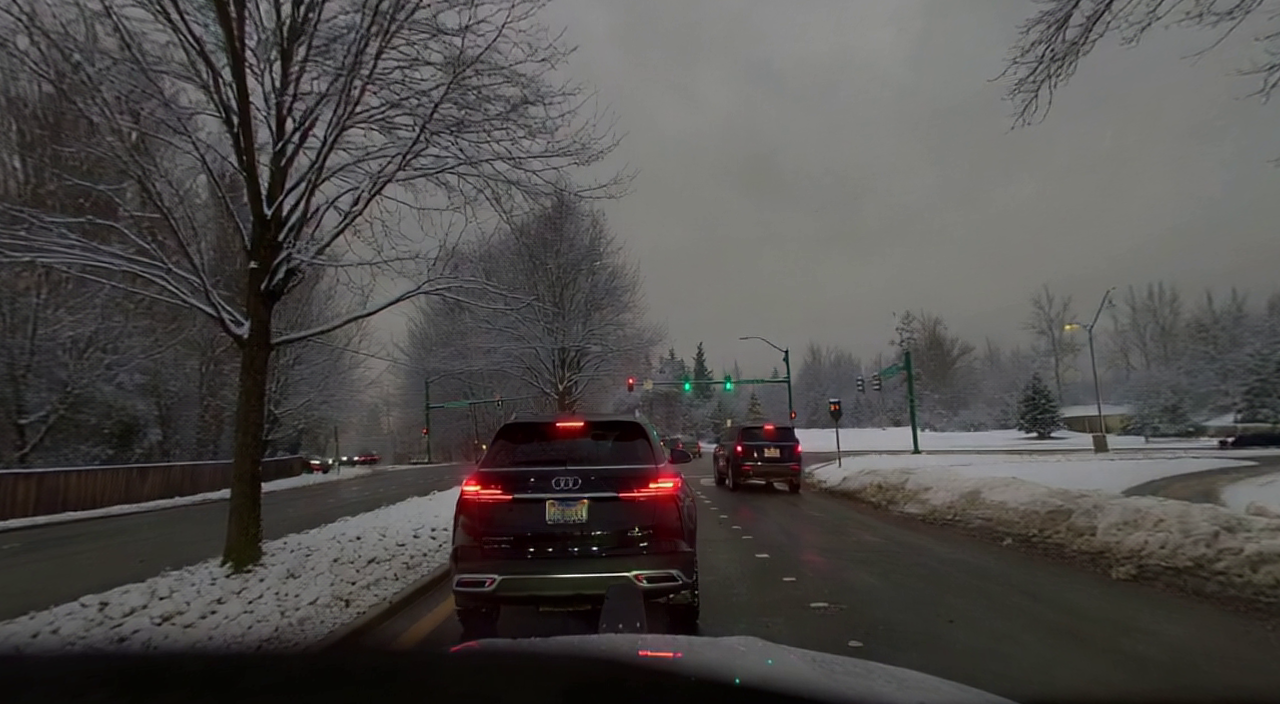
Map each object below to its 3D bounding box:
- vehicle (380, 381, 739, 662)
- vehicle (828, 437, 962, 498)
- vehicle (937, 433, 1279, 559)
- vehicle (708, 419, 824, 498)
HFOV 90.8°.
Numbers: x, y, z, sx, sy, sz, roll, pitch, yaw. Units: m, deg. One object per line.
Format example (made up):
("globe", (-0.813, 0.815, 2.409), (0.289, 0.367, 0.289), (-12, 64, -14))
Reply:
("vehicle", (-0.438, 1.349, 6.086), (2.201, 1.709, 4.271), (0, -9, 2))
("vehicle", (6.955, 3.186, 17.801), (1.890, 1.489, 4.415), (0, -9, -1))
("vehicle", (6.582, 2.013, 9.657), (1.894, 1.445, 4.565), (0, -9, 1))
("vehicle", (3.351, 2.979, 17.954), (2.200, 1.909, 4.853), (0, -9, -1))
